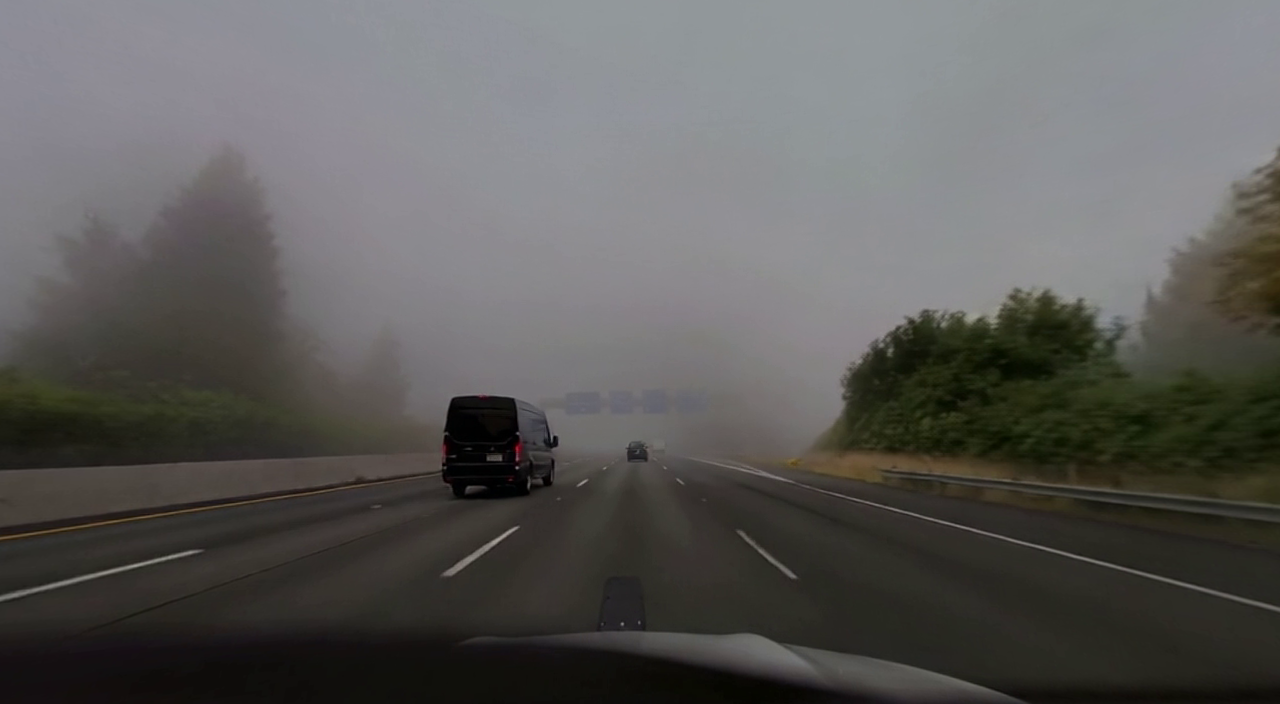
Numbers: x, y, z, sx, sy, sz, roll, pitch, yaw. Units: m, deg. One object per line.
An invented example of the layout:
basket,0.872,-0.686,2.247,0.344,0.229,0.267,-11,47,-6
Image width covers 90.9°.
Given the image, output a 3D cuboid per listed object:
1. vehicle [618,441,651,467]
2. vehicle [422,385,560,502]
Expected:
vehicle,-0.357,6.989,43.238,2.183,1.662,3.968,0,-9,0
vehicle,-3.872,2.597,17.829,2.382,2.736,5.982,0,-9,0
